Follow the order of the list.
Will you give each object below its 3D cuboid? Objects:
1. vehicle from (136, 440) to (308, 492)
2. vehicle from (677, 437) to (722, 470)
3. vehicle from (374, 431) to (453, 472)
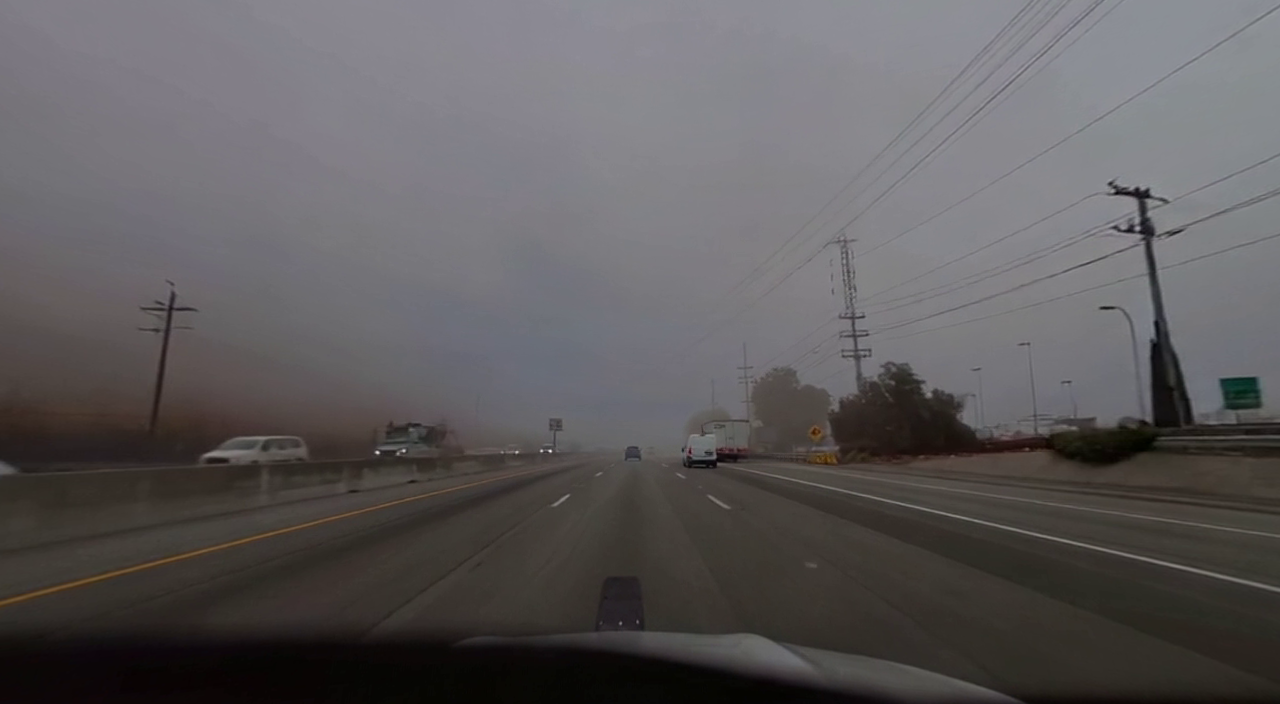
[{"bbox_3d":[-13.409,3.691,20.818,2.057,1.477,5.327,0,-9,0],"label":"vehicle"},{"bbox_3d":[3.404,5.955,37.020,2.036,1.796,4.470,0,-9,-2],"label":"vehicle"},{"bbox_3d":[-13.785,6.151,39.054,2.308,2.270,7.009,0,-9,0],"label":"vehicle"}]
